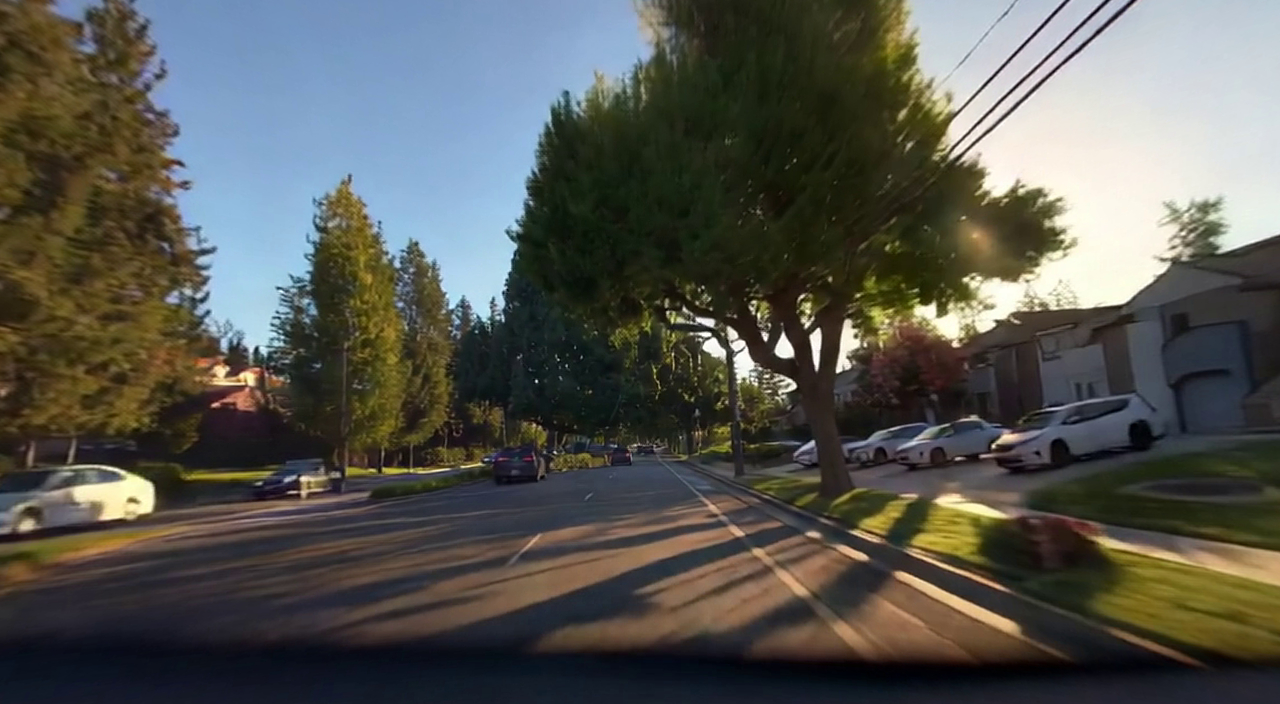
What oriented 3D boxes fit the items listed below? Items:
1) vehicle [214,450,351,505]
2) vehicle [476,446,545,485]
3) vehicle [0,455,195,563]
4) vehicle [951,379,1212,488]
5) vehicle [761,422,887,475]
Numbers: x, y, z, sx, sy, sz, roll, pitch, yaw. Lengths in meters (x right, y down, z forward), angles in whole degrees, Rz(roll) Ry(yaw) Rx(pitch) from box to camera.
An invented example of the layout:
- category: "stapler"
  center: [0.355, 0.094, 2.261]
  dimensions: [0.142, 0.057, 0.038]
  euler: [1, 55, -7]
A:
- category: "vehicle"
  center: [-12.605, 4.403, 22.668]
  dimensions: [2.077, 1.713, 4.715]
  euler: [-1, -9, 1]
- category: "vehicle"
  center: [-5.369, 4.748, 26.767]
  dimensions: [2.084, 1.466, 4.522]
  euler: [0, -9, -2]
- category: "vehicle"
  center: [-10.388, 2.602, 11.095]
  dimensions: [2.048, 1.481, 4.543]
  euler: [0, -9, -4]
- category: "vehicle"
  center: [10.732, 2.047, 15.652]
  dimensions: [4.610, 1.853, 2.265]
  euler: [-8, -10, -3]
- category: "vehicle"
  center: [8.241, 4.403, 28.595]
  dimensions: [4.840, 1.583, 2.324]
  euler: [-9, -10, -3]
